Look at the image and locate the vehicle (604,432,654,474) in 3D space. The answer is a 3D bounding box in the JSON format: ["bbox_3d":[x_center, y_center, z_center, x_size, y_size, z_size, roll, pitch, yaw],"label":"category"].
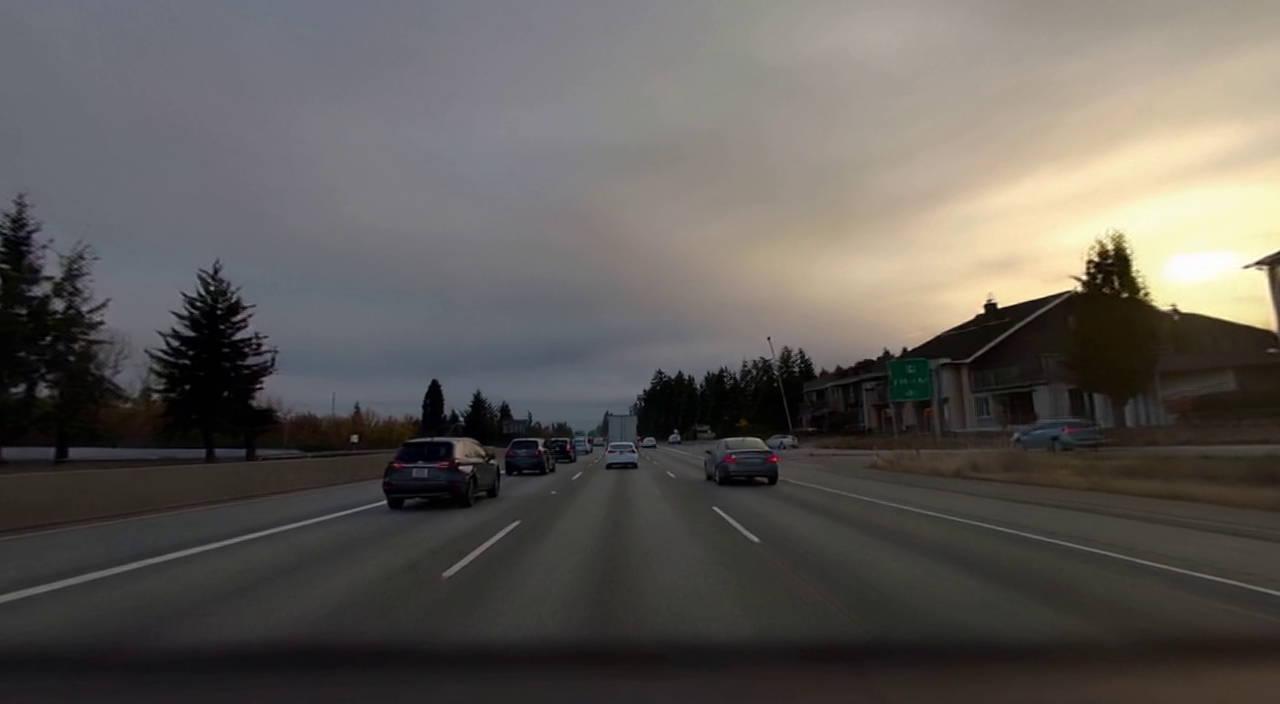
[{"bbox_3d":[-0.522,4.466,28.057,2.063,1.703,4.203,0,-8,-2],"label":"vehicle"}]

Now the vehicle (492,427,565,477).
[{"bbox_3d":[-4.734,4.348,27.720,2.301,1.944,5.482,0,-8,-1],"label":"vehicle"}]

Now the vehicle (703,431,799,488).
[{"bbox_3d":[3.249,3.245,19.387,2.027,1.554,4.252,0,-8,-2],"label":"vehicle"}]

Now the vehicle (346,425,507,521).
[{"bbox_3d":[-4.182,2.428,13.182,1.988,1.668,4.021,0,-8,-1],"label":"vehicle"}]

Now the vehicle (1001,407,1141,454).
[{"bbox_3d":[16.561,3.107,24.581,2.048,1.674,4.106,2,-9,-11],"label":"vehicle"}]
